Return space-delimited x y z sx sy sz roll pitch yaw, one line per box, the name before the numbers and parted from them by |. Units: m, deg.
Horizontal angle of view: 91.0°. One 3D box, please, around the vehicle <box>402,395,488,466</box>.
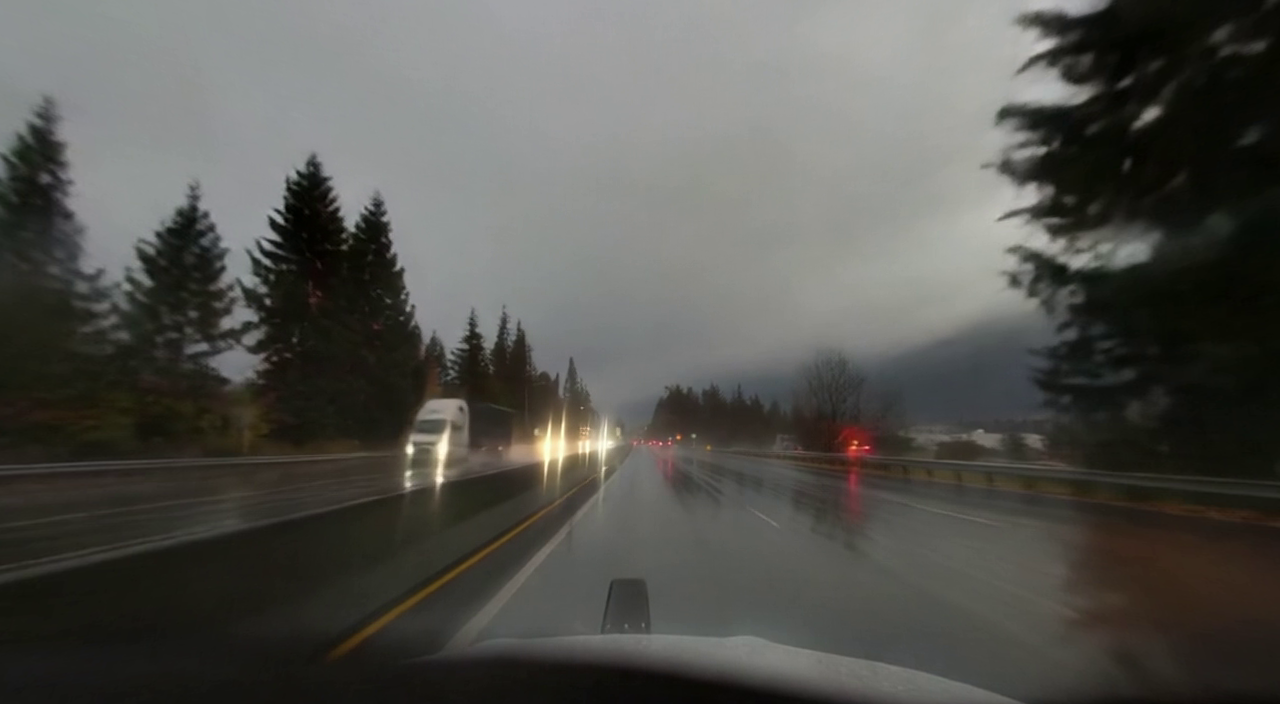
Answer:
vehicle | -11.048 4.585 36.285 2.946 3.741 5.919 0 -8 0
